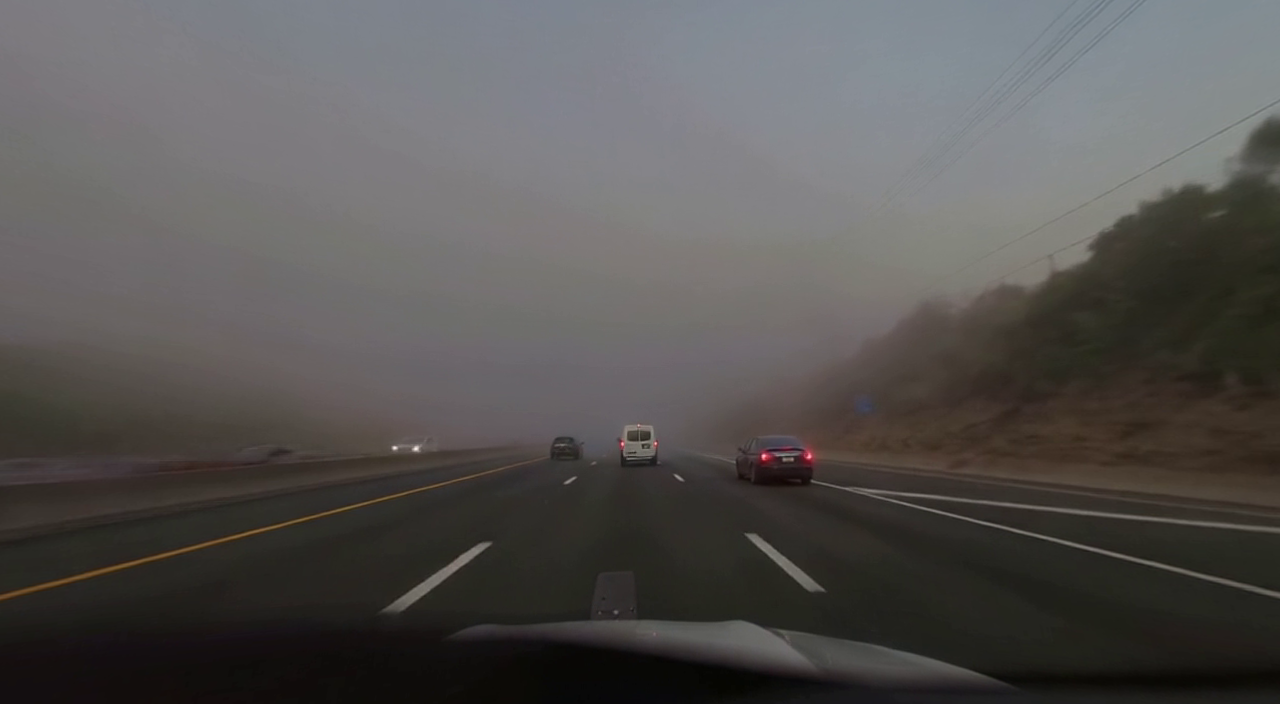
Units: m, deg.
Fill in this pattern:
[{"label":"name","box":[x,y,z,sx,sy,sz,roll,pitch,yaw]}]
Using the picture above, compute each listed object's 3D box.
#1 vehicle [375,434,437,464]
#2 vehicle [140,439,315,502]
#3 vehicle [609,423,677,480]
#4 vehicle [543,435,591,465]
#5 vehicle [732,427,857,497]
[{"label":"vehicle","box":[-15.925,6.613,43.316,2.338,1.946,5.183,0,-7,-1]},{"label":"vehicle","box":[-11.422,3.258,17.924,2.060,1.512,4.395,0,-7,-1]},{"label":"vehicle","box":[0.044,3.467,22.363,2.159,1.811,4.238,0,-7,-1]},{"label":"vehicle","box":[-3.862,5.253,34.140,2.093,1.517,4.648,0,-7,-1]},{"label":"vehicle","box":[3.845,2.787,16.640,1.923,1.562,4.691,0,-7,-2]}]
